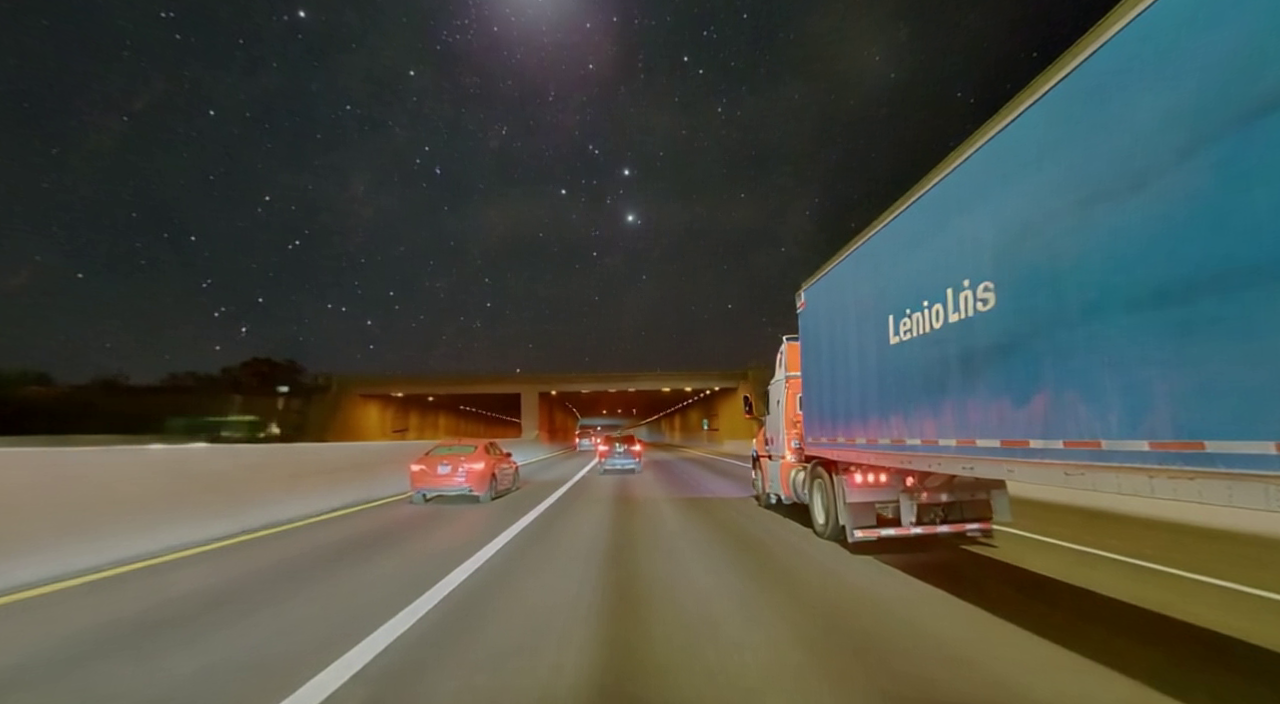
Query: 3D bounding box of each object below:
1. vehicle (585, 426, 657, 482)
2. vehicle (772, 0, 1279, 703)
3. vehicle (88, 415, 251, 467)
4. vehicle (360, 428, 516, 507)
[{"bbox_3d":[-0.582,3.235,20.285,2.094,1.600,3.666,0,-8,-1],"label":"vehicle"},{"bbox_3d":[3.826,-0.156,3.804,2.842,4.108,14.081,0,-8,-1],"label":"vehicle"},{"bbox_3d":[-15.316,2.943,20.929,1.844,1.493,4.736,0,-8,-1],"label":"vehicle"},{"bbox_3d":[-4.167,2.443,13.887,2.019,1.435,4.317,0,-8,0],"label":"vehicle"}]
